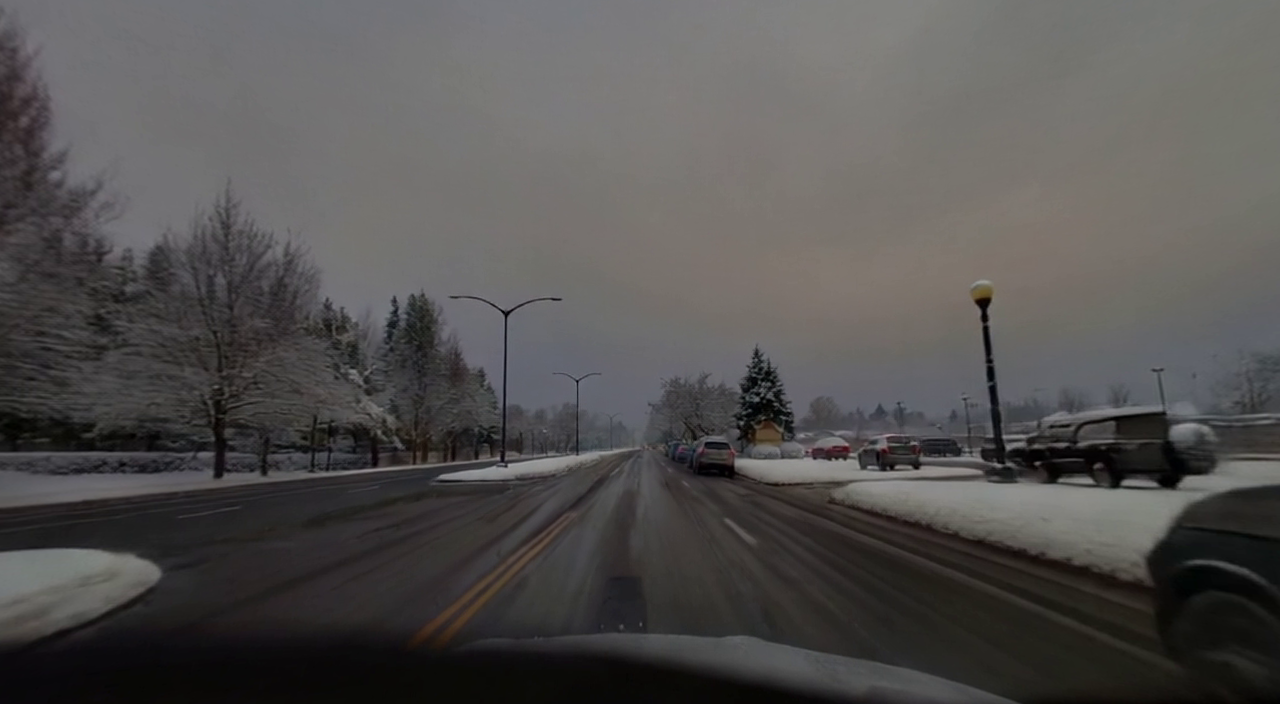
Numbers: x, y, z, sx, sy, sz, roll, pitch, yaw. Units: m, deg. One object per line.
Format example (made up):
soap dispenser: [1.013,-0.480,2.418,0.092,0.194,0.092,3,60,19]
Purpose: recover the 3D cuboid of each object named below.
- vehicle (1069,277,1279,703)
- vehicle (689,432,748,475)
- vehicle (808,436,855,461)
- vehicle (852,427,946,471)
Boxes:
vehicle: [3.739,0.424,0.696,2.493,1.896,5.433,0,-8,-3]
vehicle: [3.641,4.810,30.044,2.144,1.848,4.159,0,-8,-1]
vehicle: [14.339,7.260,47.502,2.227,1.720,4.959,1,-8,3]
vehicle: [11.410,4.314,28.206,2.220,1.798,4.427,0,-8,-1]
